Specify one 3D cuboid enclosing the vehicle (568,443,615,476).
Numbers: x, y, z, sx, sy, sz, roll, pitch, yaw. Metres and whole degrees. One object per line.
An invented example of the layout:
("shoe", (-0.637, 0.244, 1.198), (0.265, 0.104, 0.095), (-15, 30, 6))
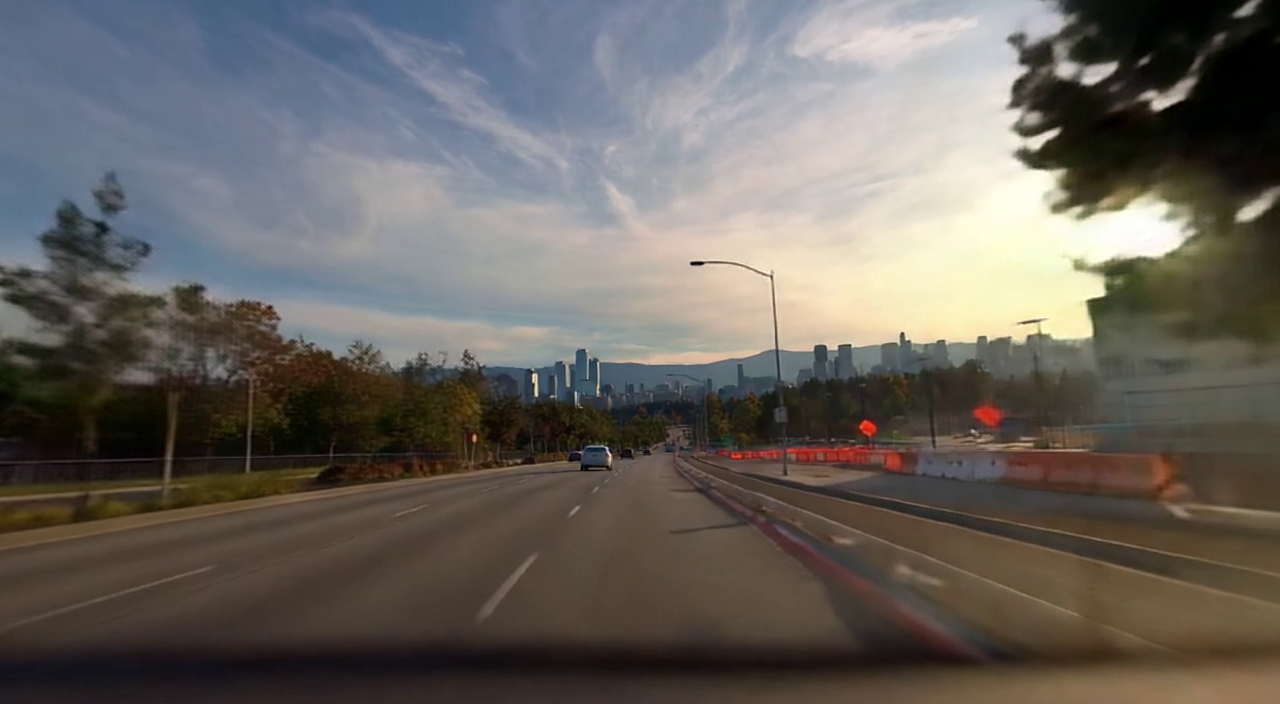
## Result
("vehicle", (-2.573, 5.788, 34.237), (2.121, 1.654, 3.993), (0, -8, 2))
